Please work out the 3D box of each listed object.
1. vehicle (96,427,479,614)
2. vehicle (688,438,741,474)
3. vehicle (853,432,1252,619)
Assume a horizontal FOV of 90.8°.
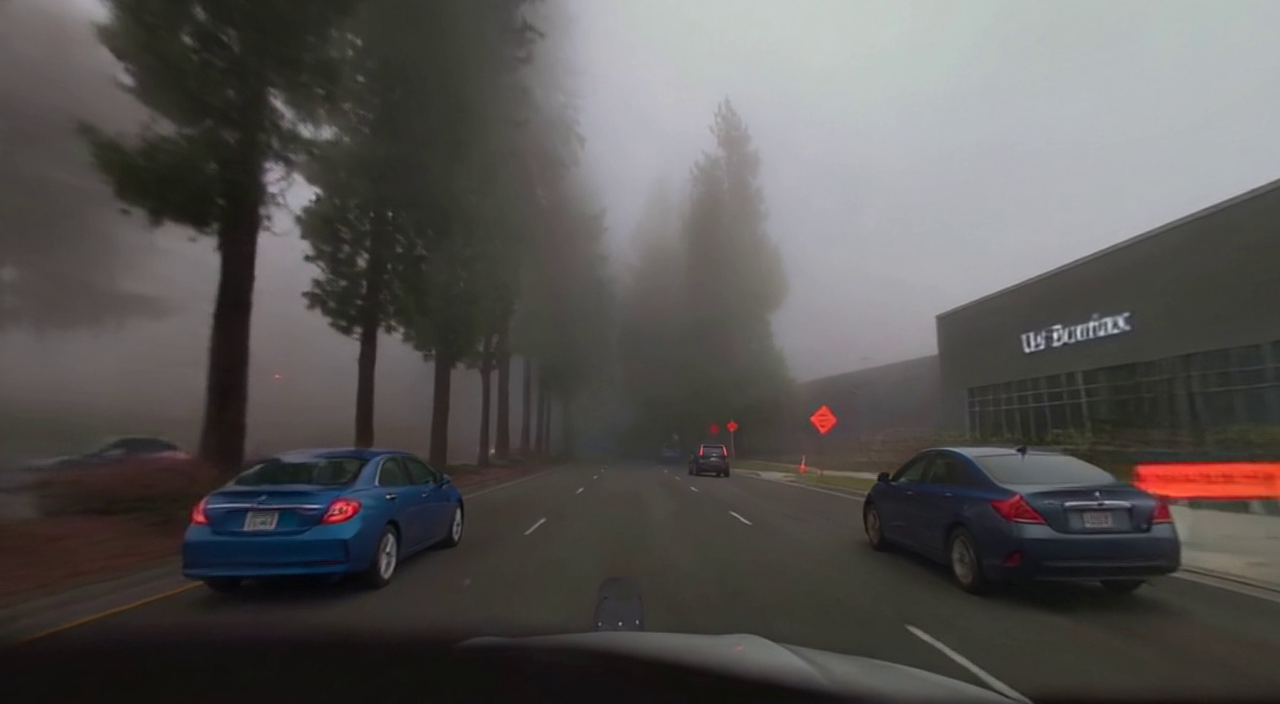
[{"bbox_3d":[-3.350,1.664,7.178,2.020,1.474,4.098,0,-9,-1],"label":"vehicle"},{"bbox_3d":[3.893,5.534,33.835,2.159,1.793,4.735,0,-9,-2],"label":"vehicle"},{"bbox_3d":[3.993,1.689,7.049,1.827,1.491,3.743,0,-9,-1],"label":"vehicle"}]
